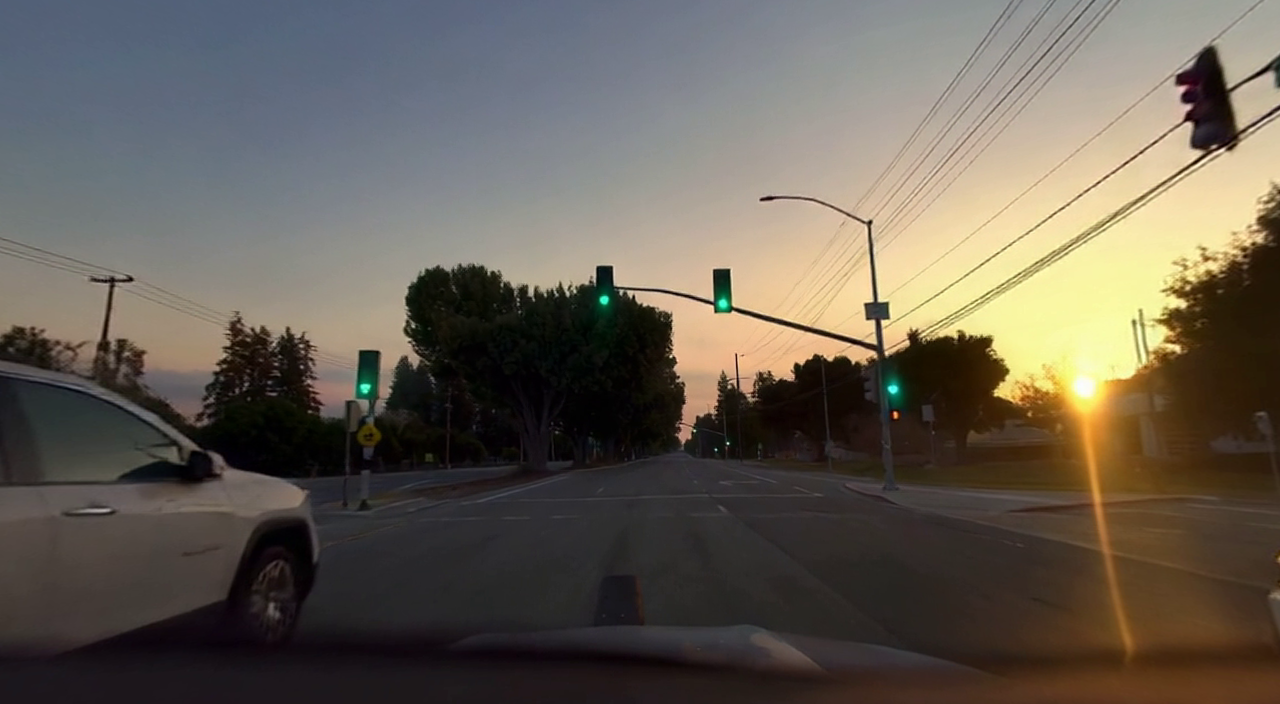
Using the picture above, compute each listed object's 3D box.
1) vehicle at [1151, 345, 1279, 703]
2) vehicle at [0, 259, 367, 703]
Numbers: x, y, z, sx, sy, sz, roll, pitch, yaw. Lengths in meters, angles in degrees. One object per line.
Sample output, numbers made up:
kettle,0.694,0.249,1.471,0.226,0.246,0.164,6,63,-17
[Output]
vehicle,3.615,0.594,0.956,2.056,1.703,4.305,0,-8,1
vehicle,-3.428,0.708,2.404,2.374,1.985,5.391,0,-8,0
